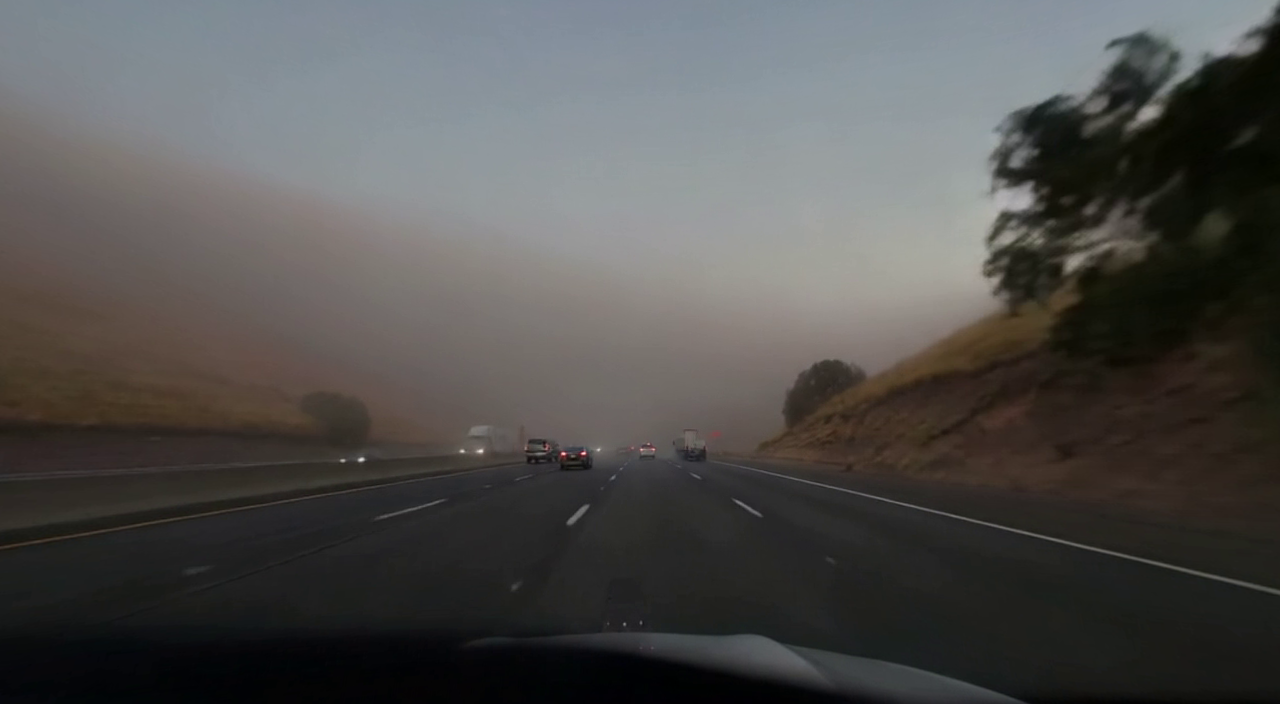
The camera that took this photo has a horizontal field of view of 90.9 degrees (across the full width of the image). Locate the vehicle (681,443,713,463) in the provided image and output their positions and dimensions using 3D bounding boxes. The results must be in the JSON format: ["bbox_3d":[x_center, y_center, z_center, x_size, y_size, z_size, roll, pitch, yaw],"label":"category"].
[{"bbox_3d":[4.390,7.899,49.439,2.027,1.525,4.348,0,-8,-1],"label":"vehicle"}]

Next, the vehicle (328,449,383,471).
[{"bbox_3d":[-21.099,8.001,46.950,1.846,1.471,4.747,0,-8,1],"label":"vehicle"}]

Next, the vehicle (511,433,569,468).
[{"bbox_3d":[-6.342,6.379,40.871,2.589,2.063,6.206,0,-8,1],"label":"vehicle"}]

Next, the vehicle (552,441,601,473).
[{"bbox_3d":[-3.296,5.568,33.733,2.091,1.552,4.516,0,-8,1],"label":"vehicle"}]

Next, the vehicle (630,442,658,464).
[{"bbox_3d":[0.273,7.635,47.905,2.031,1.566,3.904,0,-8,0],"label":"vehicle"}]
